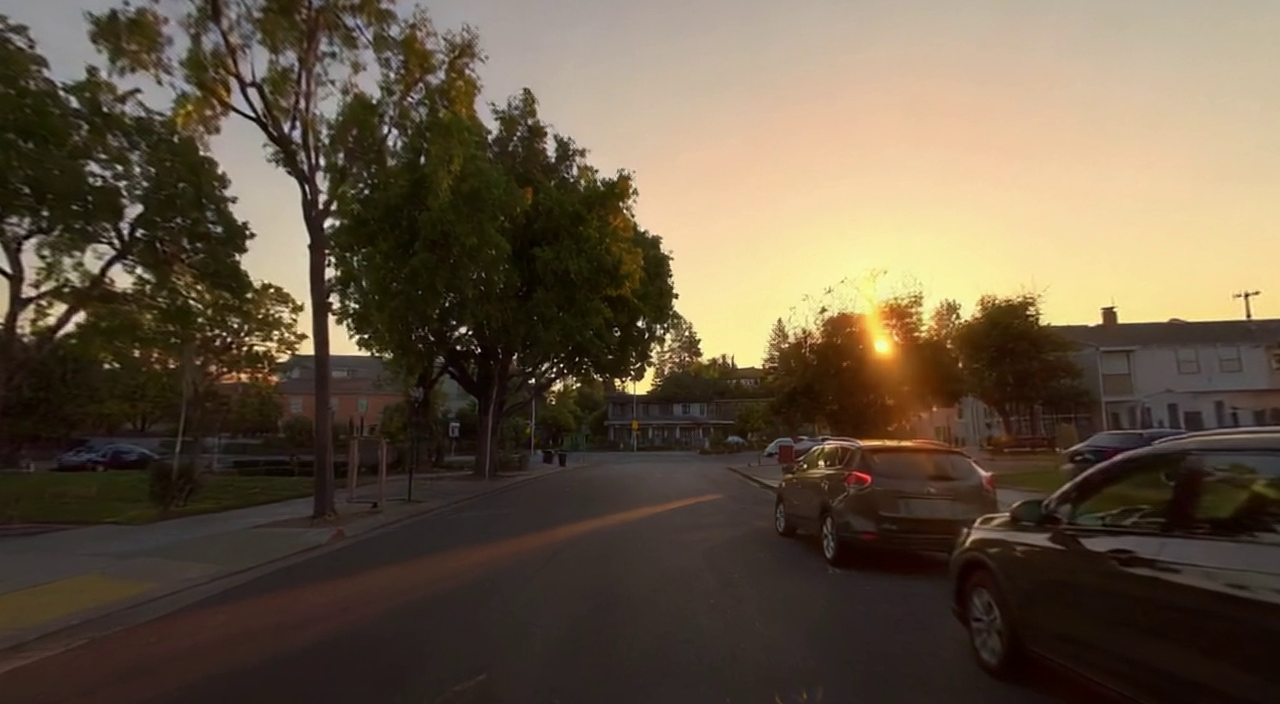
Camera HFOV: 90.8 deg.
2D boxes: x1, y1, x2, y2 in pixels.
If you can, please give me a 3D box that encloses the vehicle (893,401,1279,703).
[{"bbox_3d":[3.046,1.031,2.677,2.064,1.532,4.596,0,-9,1],"label":"vehicle"}]
